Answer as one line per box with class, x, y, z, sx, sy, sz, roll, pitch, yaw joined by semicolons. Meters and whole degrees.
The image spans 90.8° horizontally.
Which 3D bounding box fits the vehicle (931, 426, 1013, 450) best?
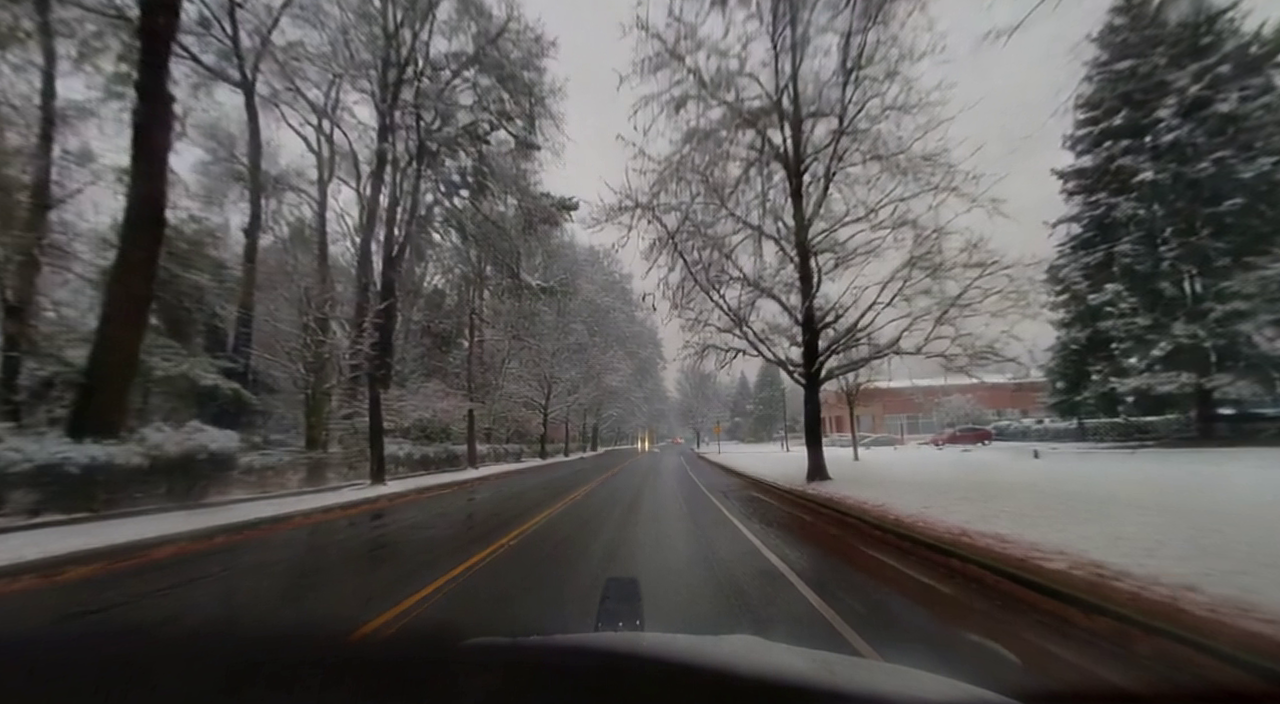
vehicle;21.719;5.634;41.420;4.293;1.473;1.843;-1;-6;3
